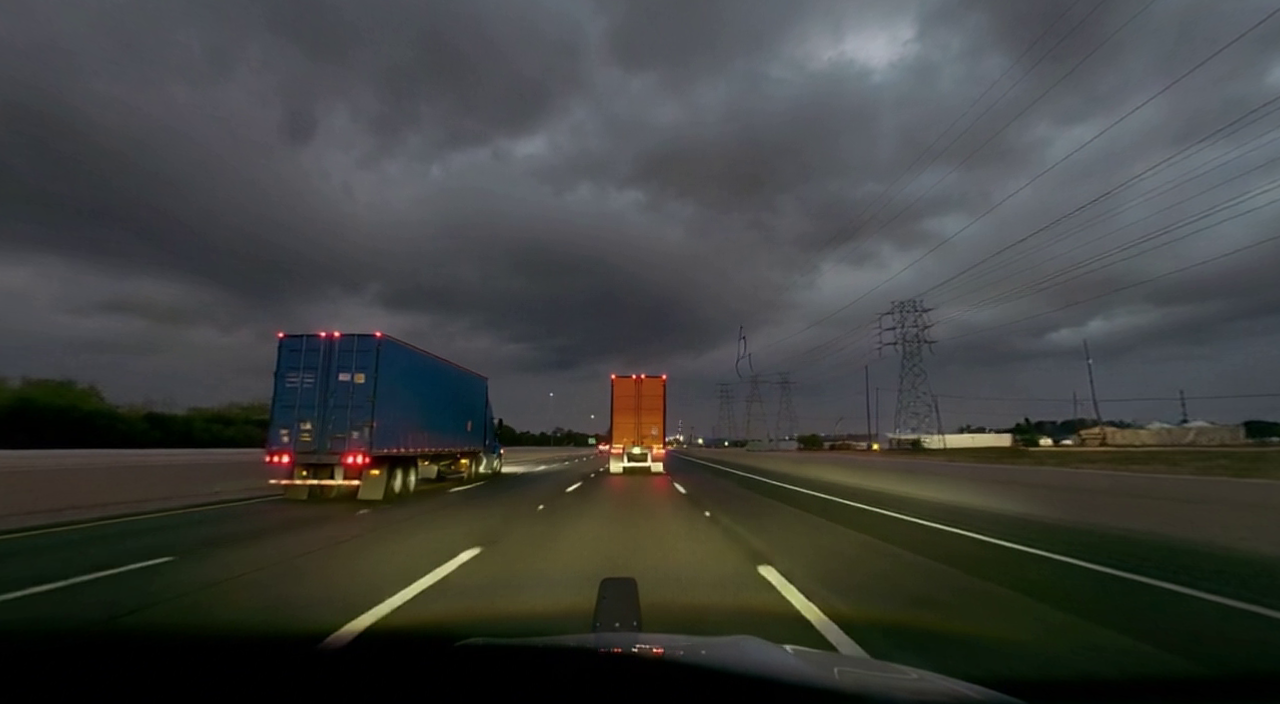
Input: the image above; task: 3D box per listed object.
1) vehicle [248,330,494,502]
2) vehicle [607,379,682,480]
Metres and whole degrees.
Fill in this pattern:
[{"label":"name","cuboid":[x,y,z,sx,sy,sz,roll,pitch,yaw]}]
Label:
[{"label":"vehicle","cuboid":[-7.502,2.281,20.253,2.937,3.981,11.119,0,-9,0]},{"label":"vehicle","cuboid":[0.117,3.707,29.386,2.858,3.847,10.034,0,-9,-1]}]
